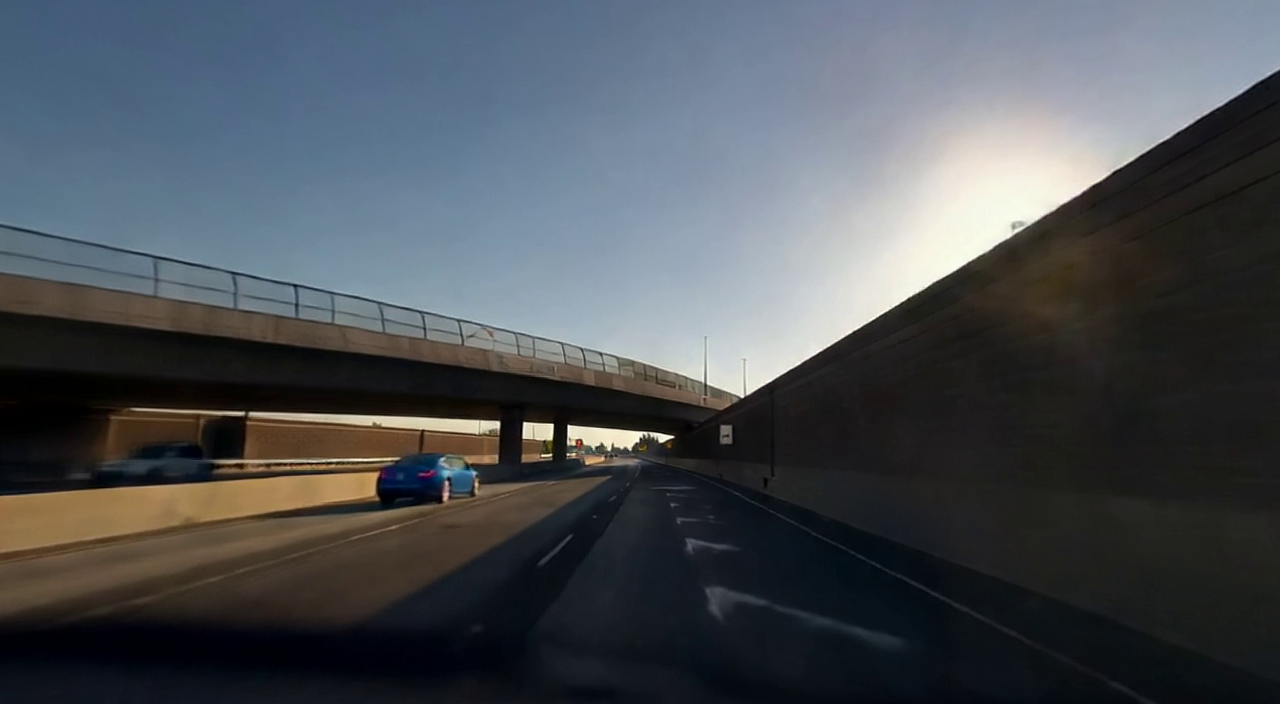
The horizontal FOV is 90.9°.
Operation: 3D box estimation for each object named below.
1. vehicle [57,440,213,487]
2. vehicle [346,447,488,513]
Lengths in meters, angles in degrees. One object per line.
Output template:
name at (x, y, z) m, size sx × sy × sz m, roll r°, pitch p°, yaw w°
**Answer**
vehicle at (-18.747, 4.160, 23.739) m, size 2.039 × 1.579 × 4.522 m, roll 0°, pitch -9°, yaw 1°
vehicle at (-6.039, 3.515, 17.817) m, size 2.172 × 1.587 × 4.518 m, roll -1°, pitch -9°, yaw 3°
